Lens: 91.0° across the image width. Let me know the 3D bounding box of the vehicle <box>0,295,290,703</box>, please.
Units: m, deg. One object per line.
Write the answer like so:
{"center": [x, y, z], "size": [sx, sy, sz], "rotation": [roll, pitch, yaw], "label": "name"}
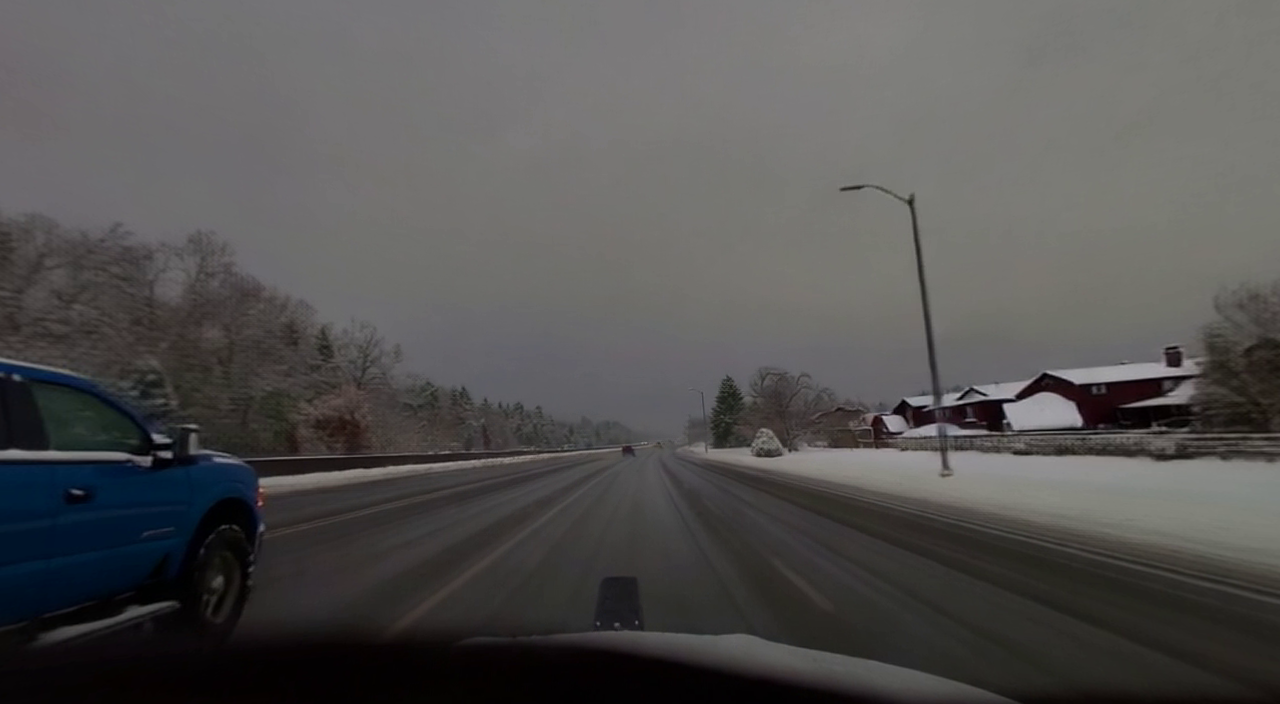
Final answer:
{"center": [-3.561, 0.603, 1.703], "size": [2.202, 1.836, 5.009], "rotation": [0, -9, 2], "label": "vehicle"}
